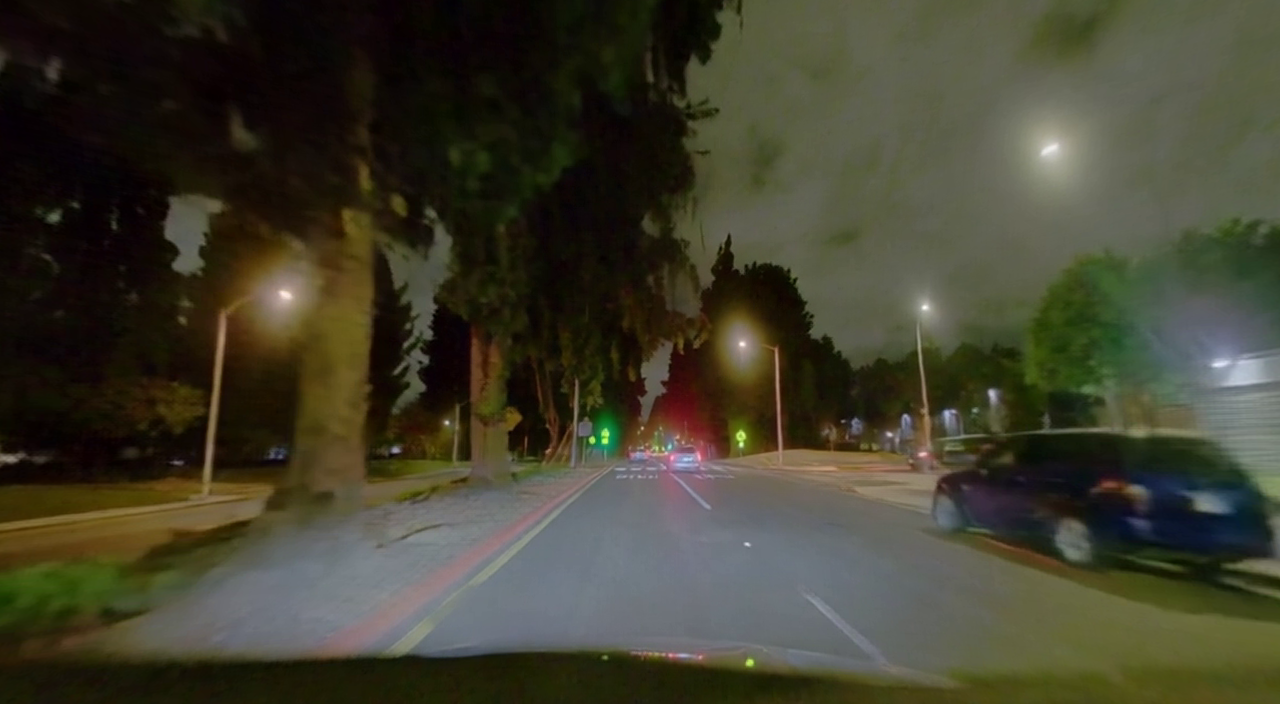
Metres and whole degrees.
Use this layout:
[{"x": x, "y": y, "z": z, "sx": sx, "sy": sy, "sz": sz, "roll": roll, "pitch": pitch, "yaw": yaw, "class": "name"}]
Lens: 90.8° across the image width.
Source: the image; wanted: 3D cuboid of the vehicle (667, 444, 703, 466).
[{"x": 3.158, "y": 7.376, "z": 45.356, "sx": 2.142, "sy": 1.501, "sz": 4.273, "roll": 0, "pitch": -9, "yaw": -1, "class": "vehicle"}]

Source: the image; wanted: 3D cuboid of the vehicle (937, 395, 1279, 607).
[{"x": 6.509, "y": 1.791, "z": 8.643, "sx": 2.081, "sy": 1.967, "sz": 5.211, "roll": 0, "pitch": -9, "yaw": -3, "class": "vehicle"}]
